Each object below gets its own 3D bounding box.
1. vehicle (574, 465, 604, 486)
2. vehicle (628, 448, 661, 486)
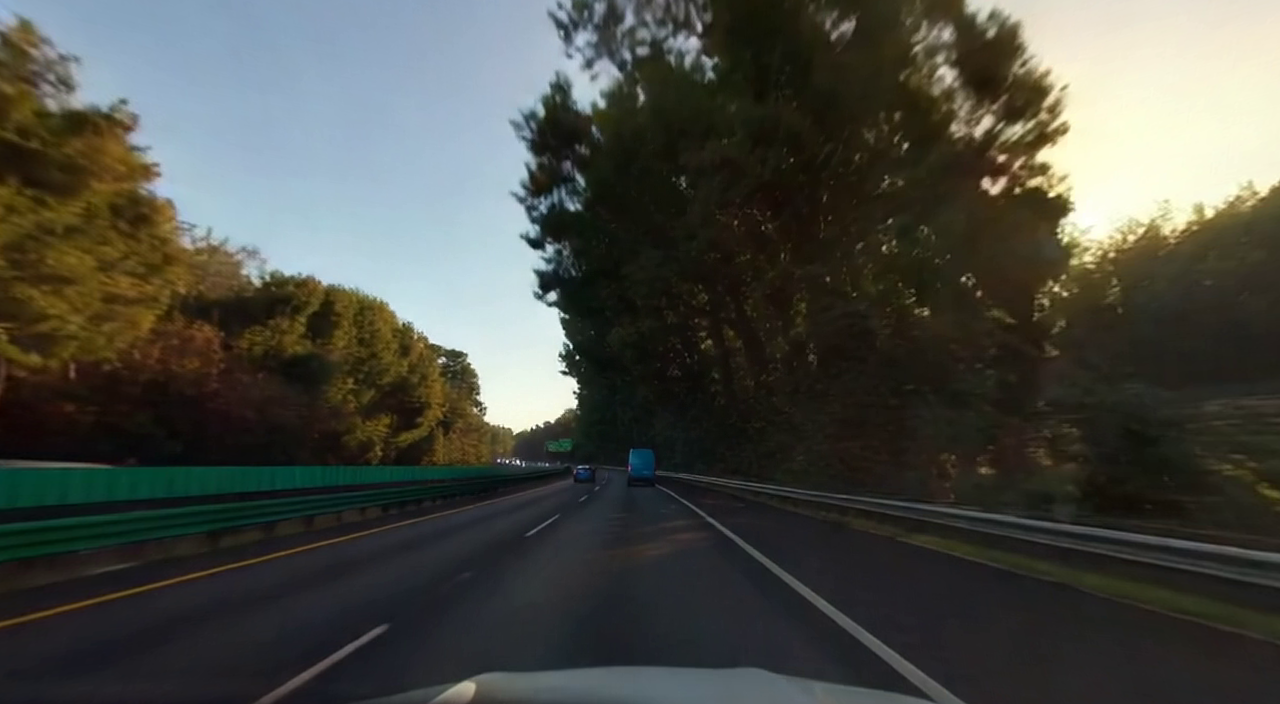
[{"bbox_3d":[-3.914,9.572,48.878,2.038,1.490,4.391,1,-11,-1],"label":"vehicle"},{"bbox_3d":[0.314,8.948,48.883,2.382,2.752,5.333,1,-11,-1],"label":"vehicle"}]
